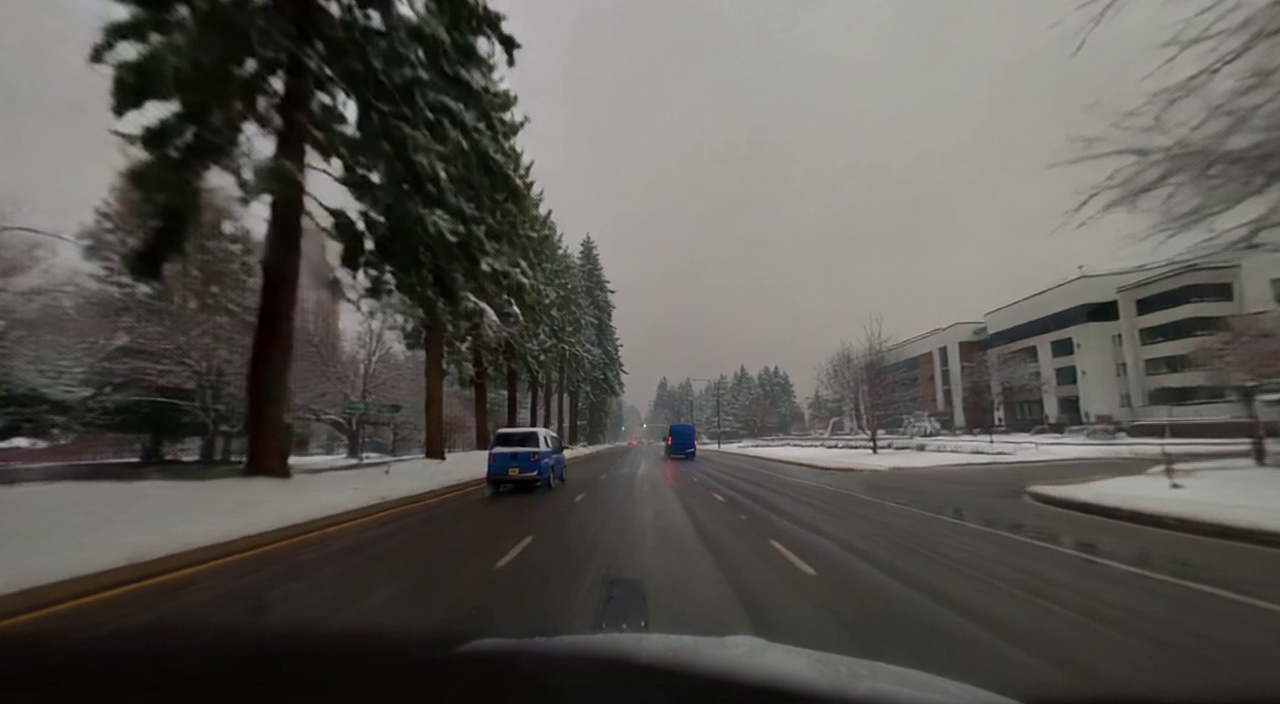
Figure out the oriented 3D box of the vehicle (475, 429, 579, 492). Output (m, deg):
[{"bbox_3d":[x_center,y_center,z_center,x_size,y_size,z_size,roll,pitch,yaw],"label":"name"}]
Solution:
[{"bbox_3d":[-3.130,3.112,18.525,2.129,1.602,4.532,0,-8,1],"label":"vehicle"}]
